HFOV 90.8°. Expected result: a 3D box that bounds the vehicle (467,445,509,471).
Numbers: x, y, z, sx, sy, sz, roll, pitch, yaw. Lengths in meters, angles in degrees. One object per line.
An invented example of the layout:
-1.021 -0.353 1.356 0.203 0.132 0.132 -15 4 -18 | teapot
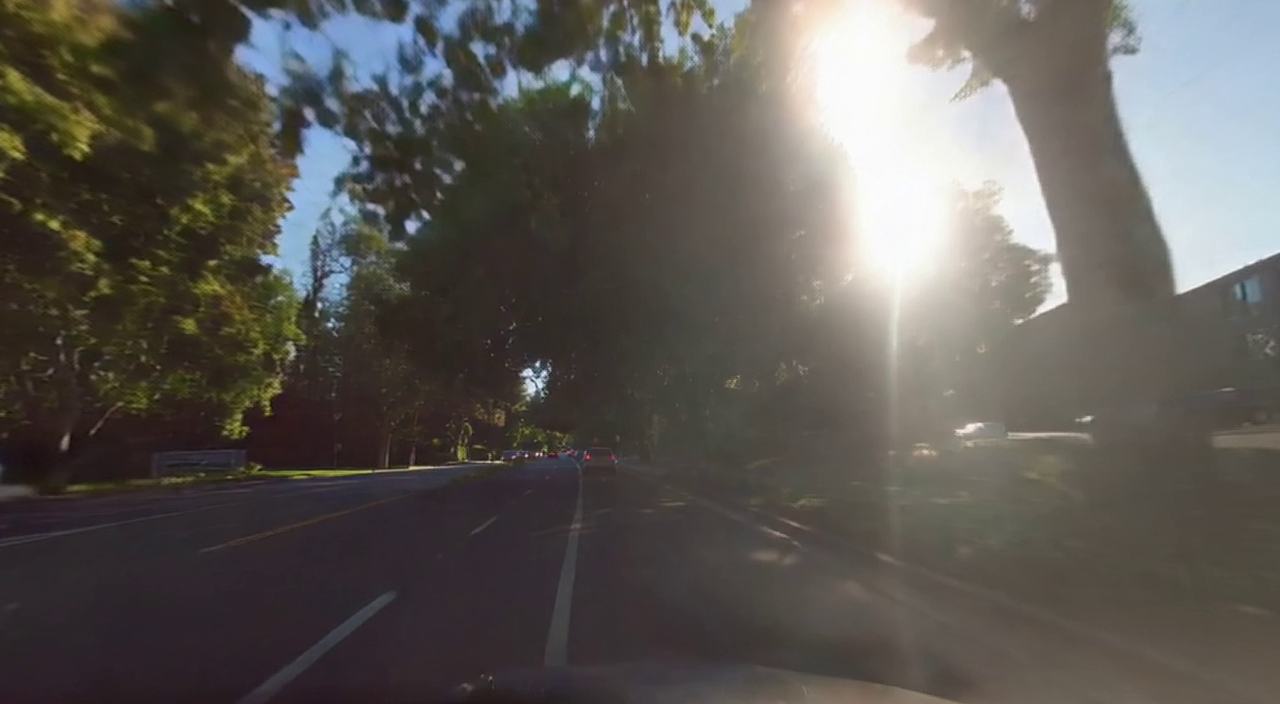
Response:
-10.516 7.358 44.043 2.049 1.723 4.310 0 -9 -4 | vehicle

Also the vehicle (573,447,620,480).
-2.073 5.300 30.349 2.111 1.466 4.223 0 -9 -3 | vehicle
